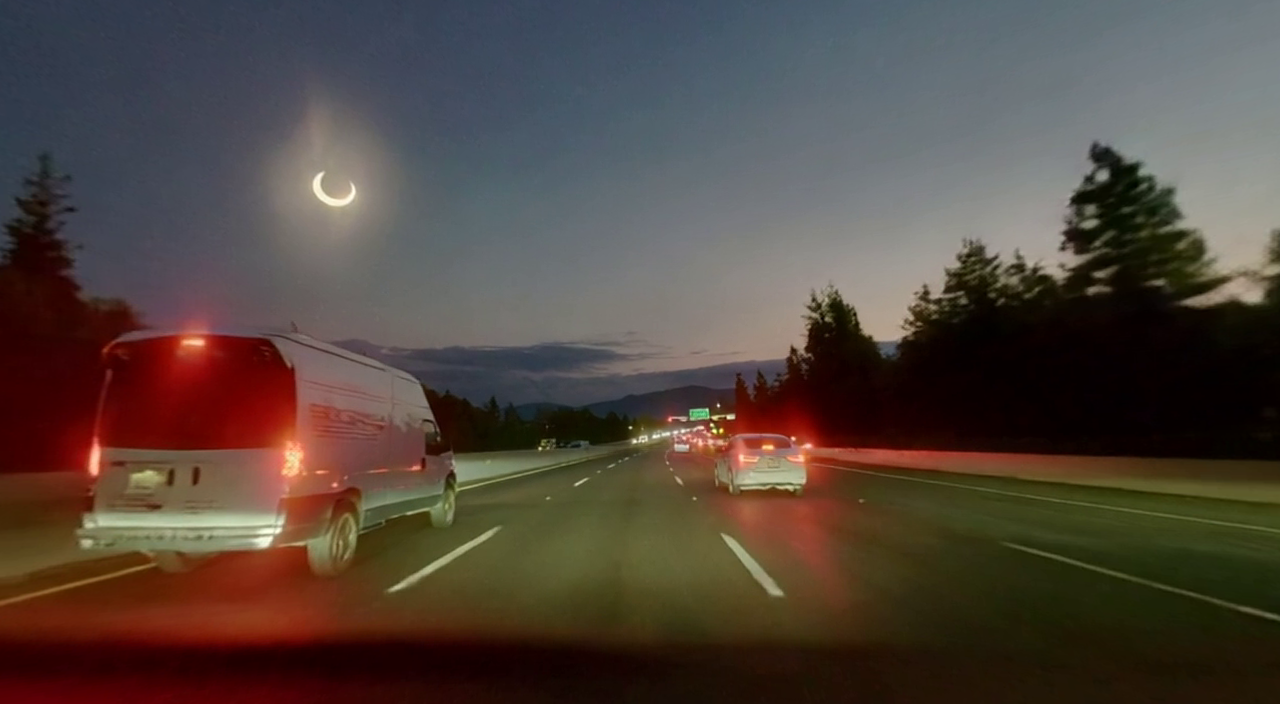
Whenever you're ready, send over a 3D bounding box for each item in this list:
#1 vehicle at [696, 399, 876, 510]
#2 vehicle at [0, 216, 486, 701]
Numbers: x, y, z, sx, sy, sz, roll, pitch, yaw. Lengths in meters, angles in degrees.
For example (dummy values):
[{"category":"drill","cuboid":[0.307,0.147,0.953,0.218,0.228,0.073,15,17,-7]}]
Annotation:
[{"category":"vehicle","cuboid":[3.005,2.361,14.897,2.693,2.044,5.882,-1,-8,-1]},{"category":"vehicle","cuboid":[-3.554,0.981,6.573,2.369,2.682,6.088,-1,-8,0]}]
